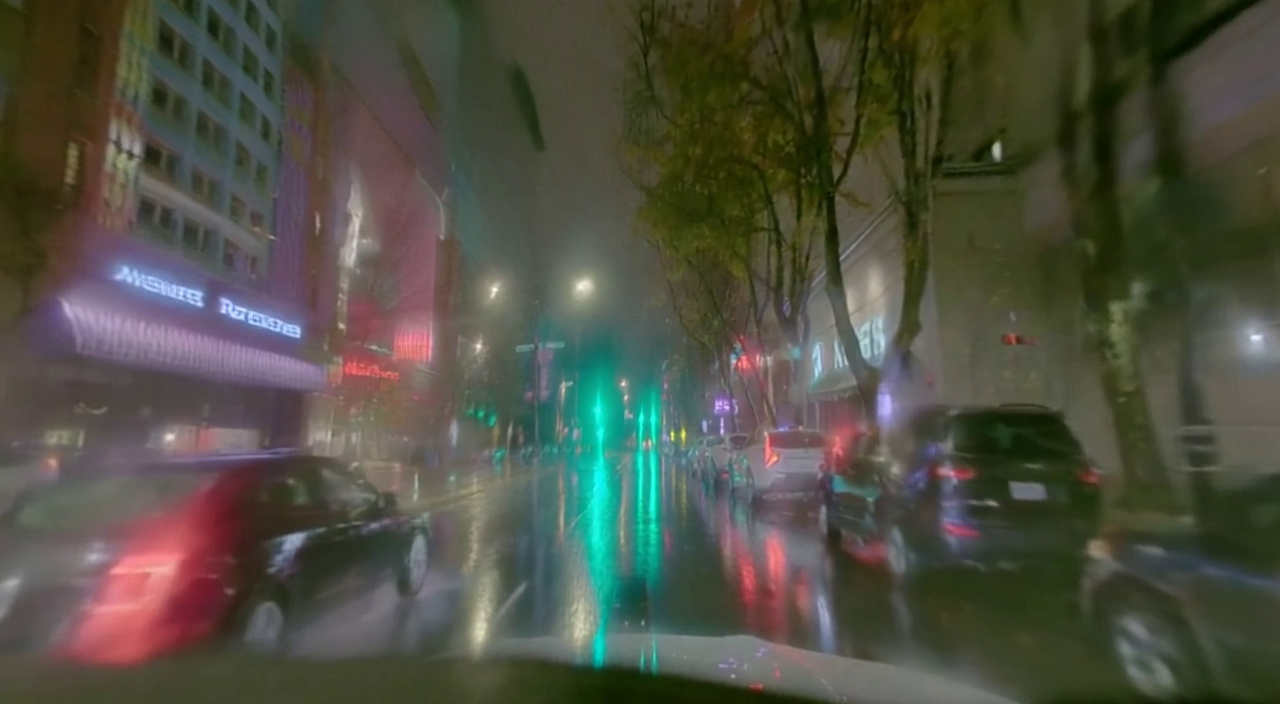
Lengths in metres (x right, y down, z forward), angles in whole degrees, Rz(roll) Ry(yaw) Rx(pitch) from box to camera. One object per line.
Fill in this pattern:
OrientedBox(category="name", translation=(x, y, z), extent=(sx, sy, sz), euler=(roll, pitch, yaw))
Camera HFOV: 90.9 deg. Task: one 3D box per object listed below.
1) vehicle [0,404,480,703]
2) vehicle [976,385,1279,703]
OrientedBox(category="vehicle", translation=(-2.748, 1.204, 4.427), extent=(2.030, 1.436, 4.388), euler=(0, -8, 1))
OrientedBox(category="vehicle", translation=(3.290, 0.869, 1.952), extent=(2.120, 1.560, 4.402), euler=(0, -8, 1))
